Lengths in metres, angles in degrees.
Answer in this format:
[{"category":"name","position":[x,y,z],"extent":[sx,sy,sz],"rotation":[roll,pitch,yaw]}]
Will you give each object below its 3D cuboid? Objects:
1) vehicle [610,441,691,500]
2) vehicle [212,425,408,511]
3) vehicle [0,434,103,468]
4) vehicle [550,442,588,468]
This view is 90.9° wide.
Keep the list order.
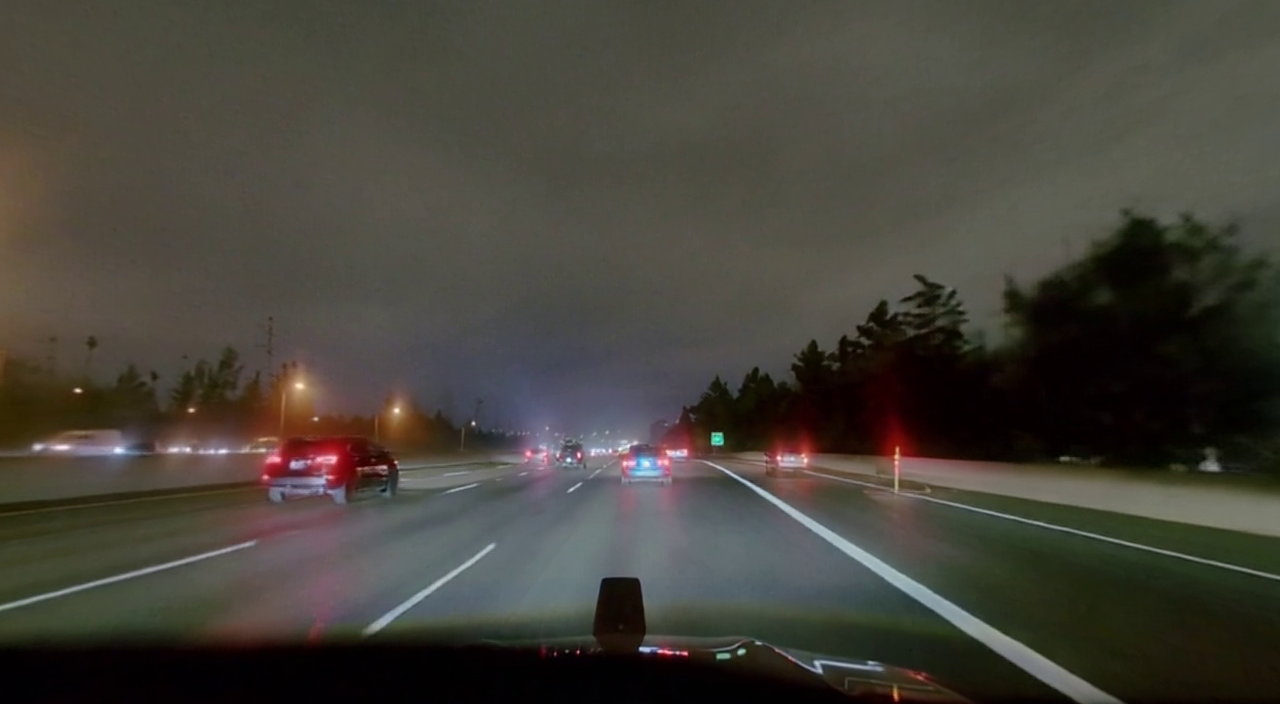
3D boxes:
[{"category":"vehicle","position":[0.212,3.360,18.314],"extent":[2.082,1.482,4.126],"rotation":[0,-8,-2]},{"category":"vehicle","position":[-7.863,2.801,15.775],"extent":[2.206,1.788,4.914],"rotation":[0,-8,0]},{"category":"vehicle","position":[-34.872,5.761,36.764],"extent":[2.206,1.814,5.816],"rotation":[0,-8,-3]},{"category":"vehicle","position":[-4.973,7.279,44.798],"extent":[2.289,1.777,4.534],"rotation":[0,-8,-2]}]
